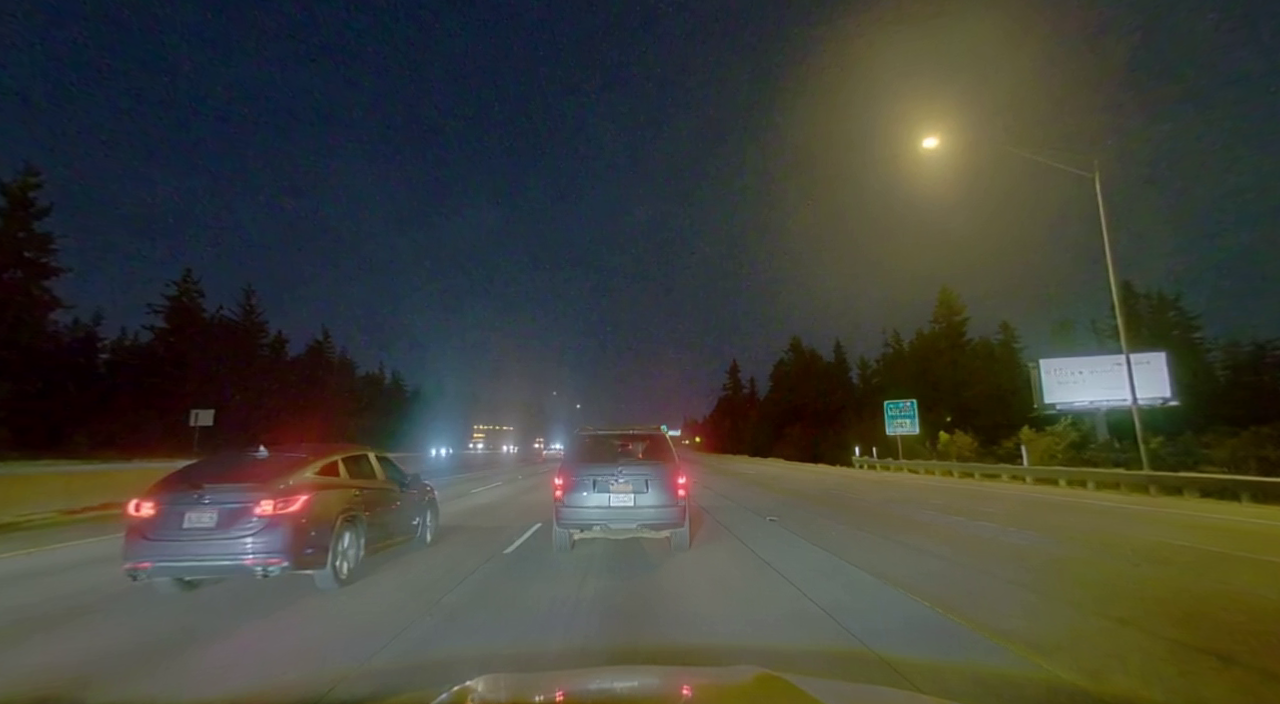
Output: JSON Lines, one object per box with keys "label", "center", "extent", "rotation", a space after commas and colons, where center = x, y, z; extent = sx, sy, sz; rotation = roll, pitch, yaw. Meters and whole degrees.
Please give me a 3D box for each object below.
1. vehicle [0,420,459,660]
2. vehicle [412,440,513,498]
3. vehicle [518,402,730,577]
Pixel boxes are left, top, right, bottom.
{"label": "vehicle", "center": [-3.473, 1.548, 6.355], "extent": [1.889, 1.522, 4.465], "rotation": [0, -9, 1]}
{"label": "vehicle", "center": [-5.148, 3.439, 18.949], "extent": [2.027, 1.491, 4.649], "rotation": [1, -9, -5]}
{"label": "vehicle", "center": [-0.206, 1.745, 8.826], "extent": [2.127, 1.749, 4.776], "rotation": [0, -9, -1]}
